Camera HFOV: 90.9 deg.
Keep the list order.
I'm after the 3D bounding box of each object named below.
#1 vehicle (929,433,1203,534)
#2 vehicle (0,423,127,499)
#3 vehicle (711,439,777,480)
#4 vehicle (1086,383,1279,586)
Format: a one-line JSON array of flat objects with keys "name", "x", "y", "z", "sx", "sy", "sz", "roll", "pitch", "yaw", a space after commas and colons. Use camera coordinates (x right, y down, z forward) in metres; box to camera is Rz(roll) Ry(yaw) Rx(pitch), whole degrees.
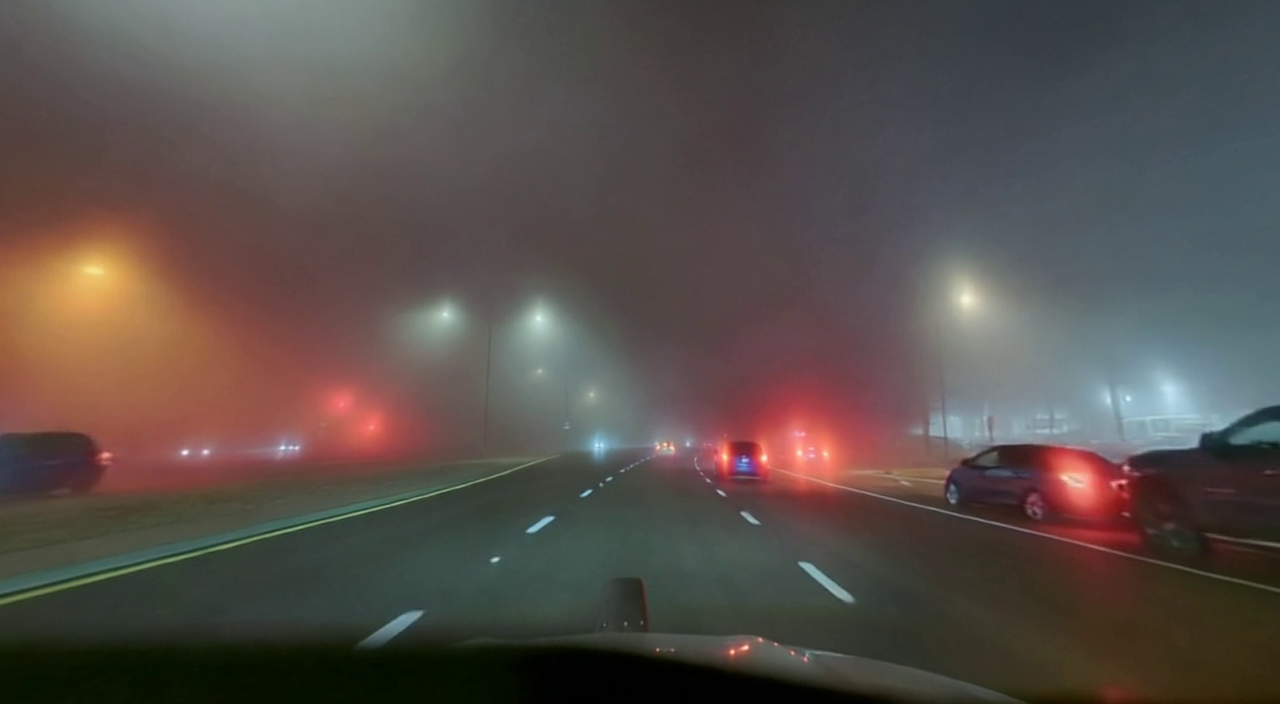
[{"name": "vehicle", "x": 7.919, "y": 2.455, "z": 12.479, "sx": 2.074, "sy": 1.584, "sz": 4.658, "roll": 0, "pitch": -8, "yaw": -2}, {"name": "vehicle", "x": -14.020, "y": 2.386, "z": 13.892, "sx": 1.862, "sy": 1.551, "sz": 4.265, "roll": 0, "pitch": -8, "yaw": -1}, {"name": "vehicle", "x": 4.120, "y": 4.318, "z": 25.730, "sx": 1.981, "sy": 1.499, "sz": 4.536, "roll": 0, "pitch": -8, "yaw": 1}, {"name": "vehicle", "x": 7.581, "y": 1.228, "z": 5.688, "sx": 2.410, "sy": 1.997, "sz": 6.477, "roll": 0, "pitch": -8, "yaw": 0}]
